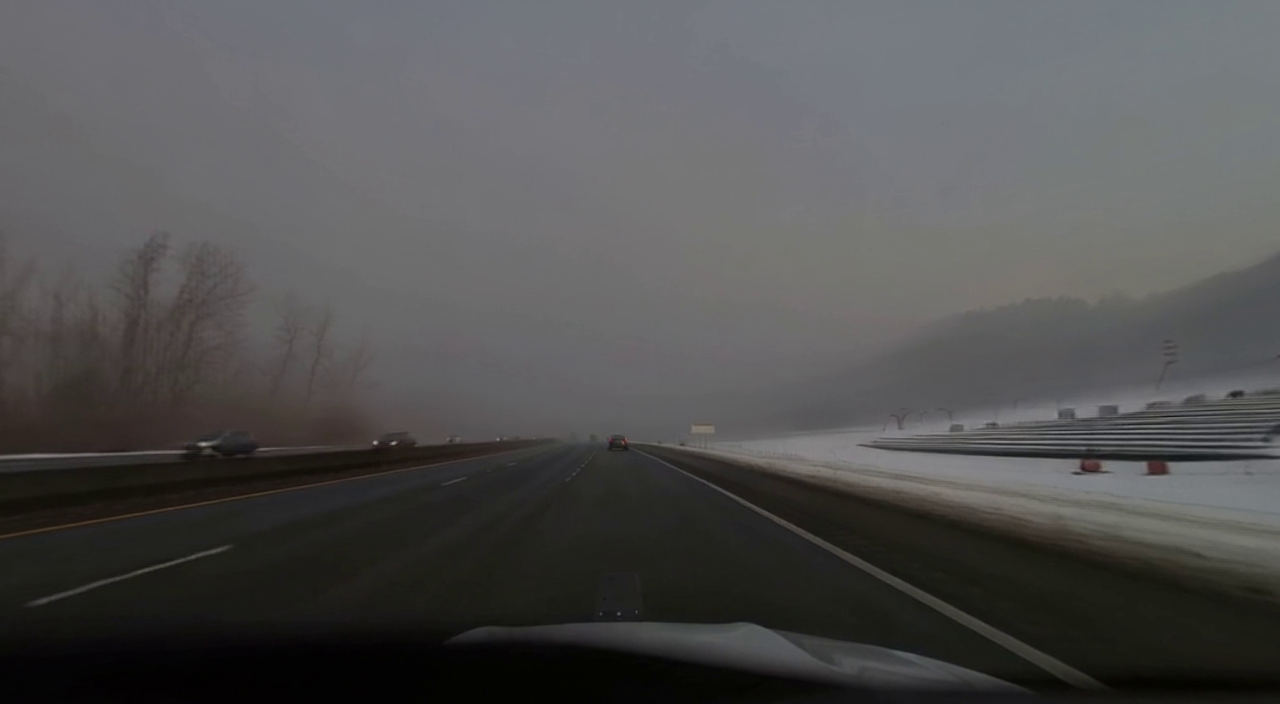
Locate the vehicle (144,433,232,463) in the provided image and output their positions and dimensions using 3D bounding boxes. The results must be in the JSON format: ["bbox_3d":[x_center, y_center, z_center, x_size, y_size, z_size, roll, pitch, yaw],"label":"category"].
[{"bbox_3d":[-23.978,5.083,33.506,1.827,1.486,3.976,0,-8,-2],"label":"vehicle"}]
